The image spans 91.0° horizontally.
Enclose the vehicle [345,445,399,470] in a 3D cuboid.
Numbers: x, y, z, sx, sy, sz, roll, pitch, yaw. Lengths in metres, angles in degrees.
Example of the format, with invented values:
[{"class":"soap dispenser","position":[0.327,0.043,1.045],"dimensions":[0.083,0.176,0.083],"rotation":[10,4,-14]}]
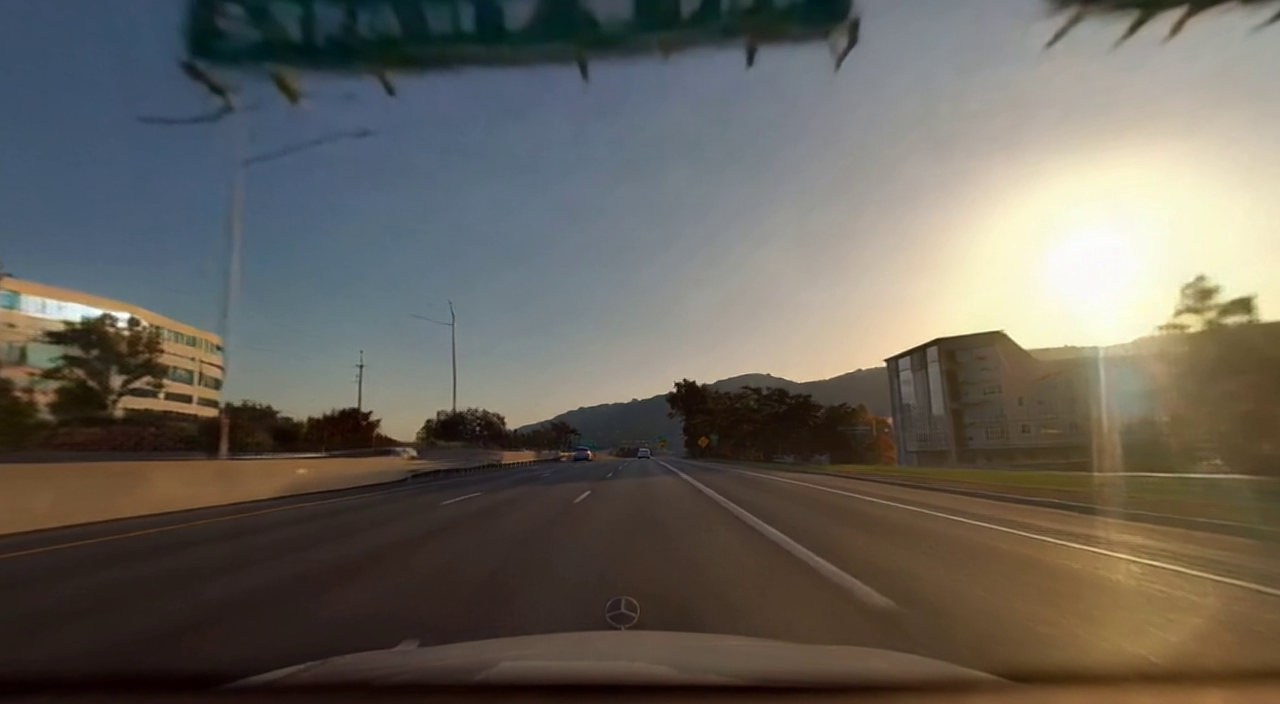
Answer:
[{"class":"vehicle","position":[-16.295,6.405,38.446],"dimensions":[1.623,1.467,3.634],"rotation":[-1,-9,2]}]
